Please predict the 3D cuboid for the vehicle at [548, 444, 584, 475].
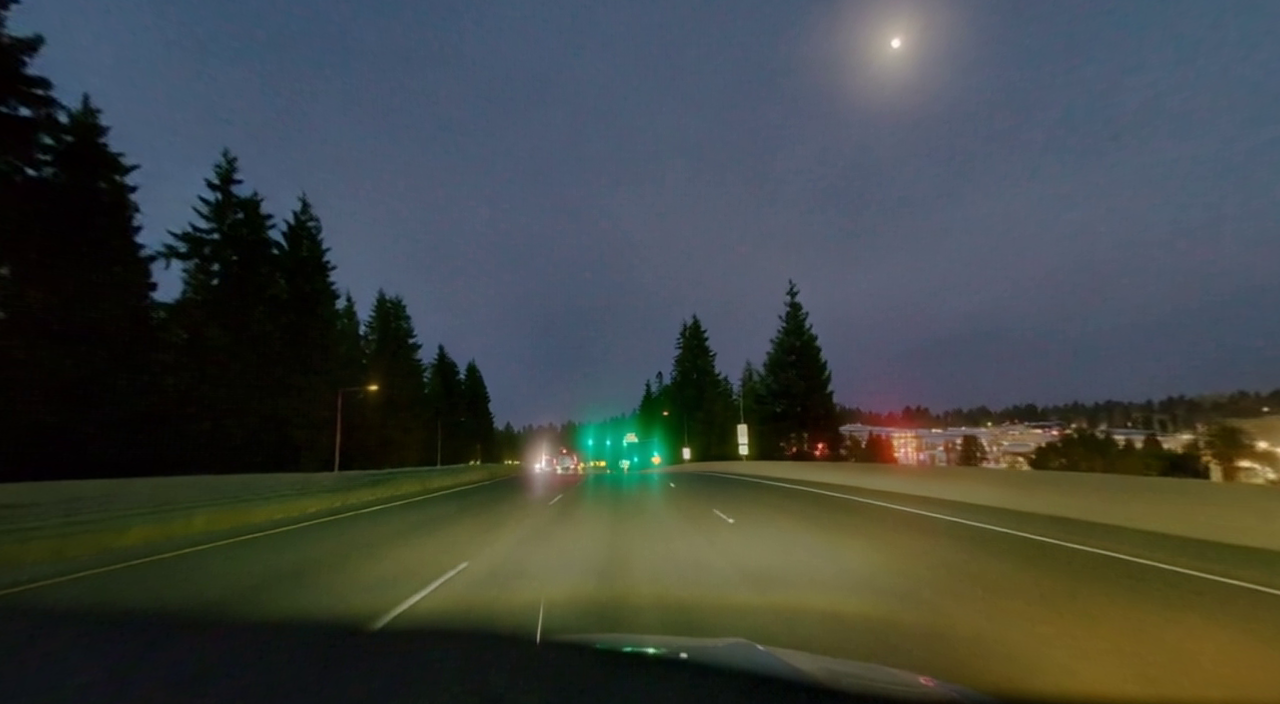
[{"bbox_3d":[-5.610,8.180,48.359,2.323,2.252,4.808,0,-8,-2],"label":"vehicle"}]
